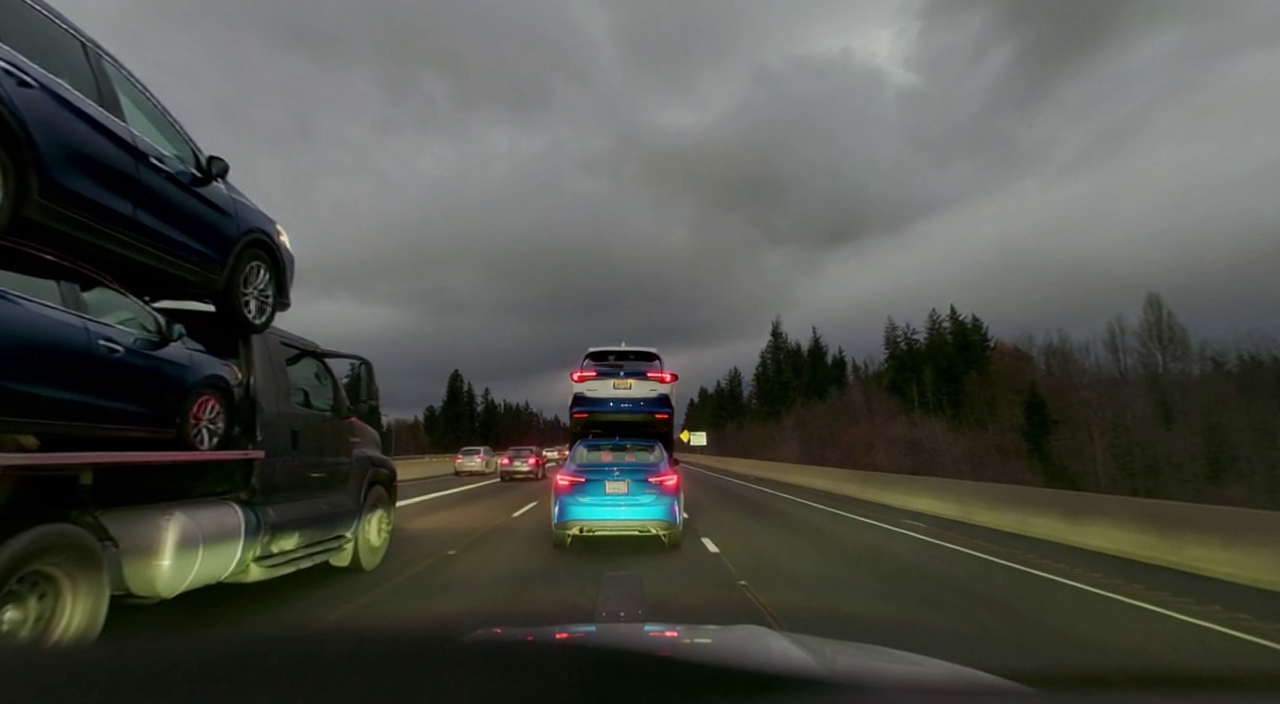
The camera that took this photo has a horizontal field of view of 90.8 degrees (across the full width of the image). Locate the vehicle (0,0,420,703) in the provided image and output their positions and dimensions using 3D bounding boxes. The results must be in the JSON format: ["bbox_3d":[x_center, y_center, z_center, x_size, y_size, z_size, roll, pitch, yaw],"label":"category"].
[{"bbox_3d":[-4.584,0.348,5.822,2.963,3.836,6.016,0,-9,-1],"label":"vehicle"}]

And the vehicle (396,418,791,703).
[{"bbox_3d":[-0.273,1.363,4.961,1.991,1.507,3.391,0,-9,-1],"label":"vehicle"}]
